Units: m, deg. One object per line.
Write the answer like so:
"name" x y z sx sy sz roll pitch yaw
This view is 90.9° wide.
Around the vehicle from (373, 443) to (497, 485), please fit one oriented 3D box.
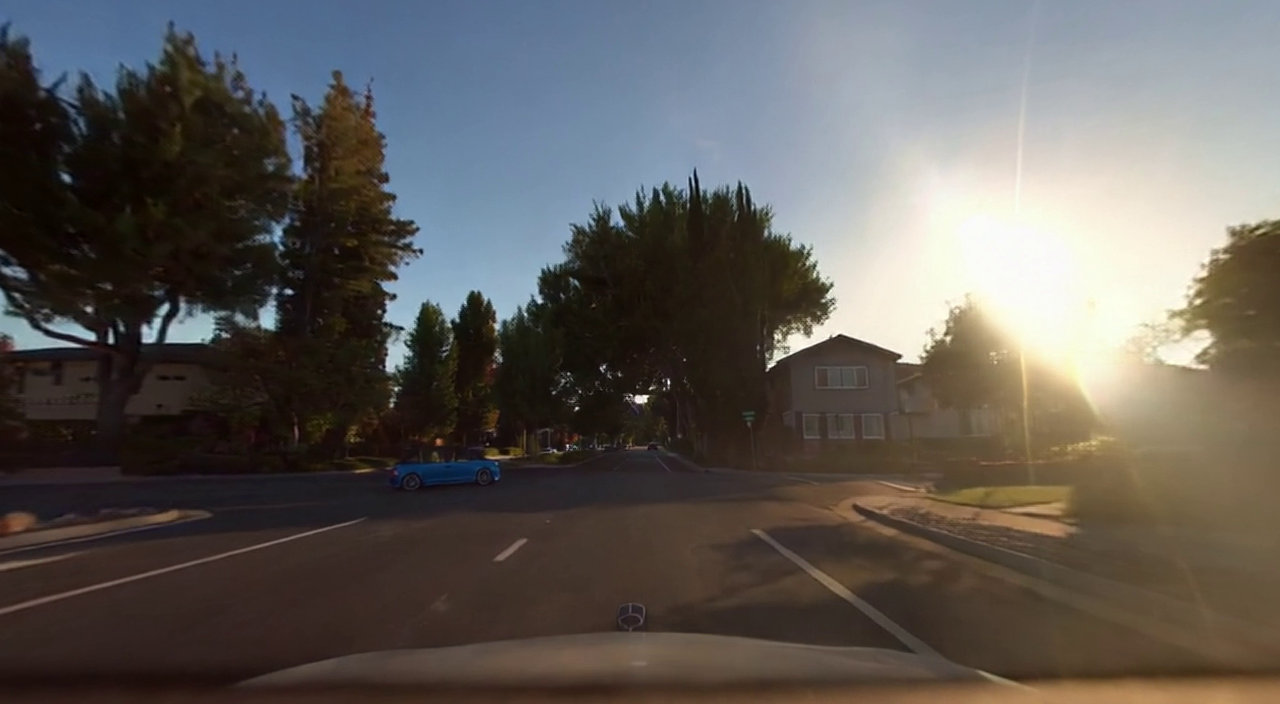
"vehicle" -9.128 4.979 28.334 2.170 1.666 4.788 -8 -12 43
